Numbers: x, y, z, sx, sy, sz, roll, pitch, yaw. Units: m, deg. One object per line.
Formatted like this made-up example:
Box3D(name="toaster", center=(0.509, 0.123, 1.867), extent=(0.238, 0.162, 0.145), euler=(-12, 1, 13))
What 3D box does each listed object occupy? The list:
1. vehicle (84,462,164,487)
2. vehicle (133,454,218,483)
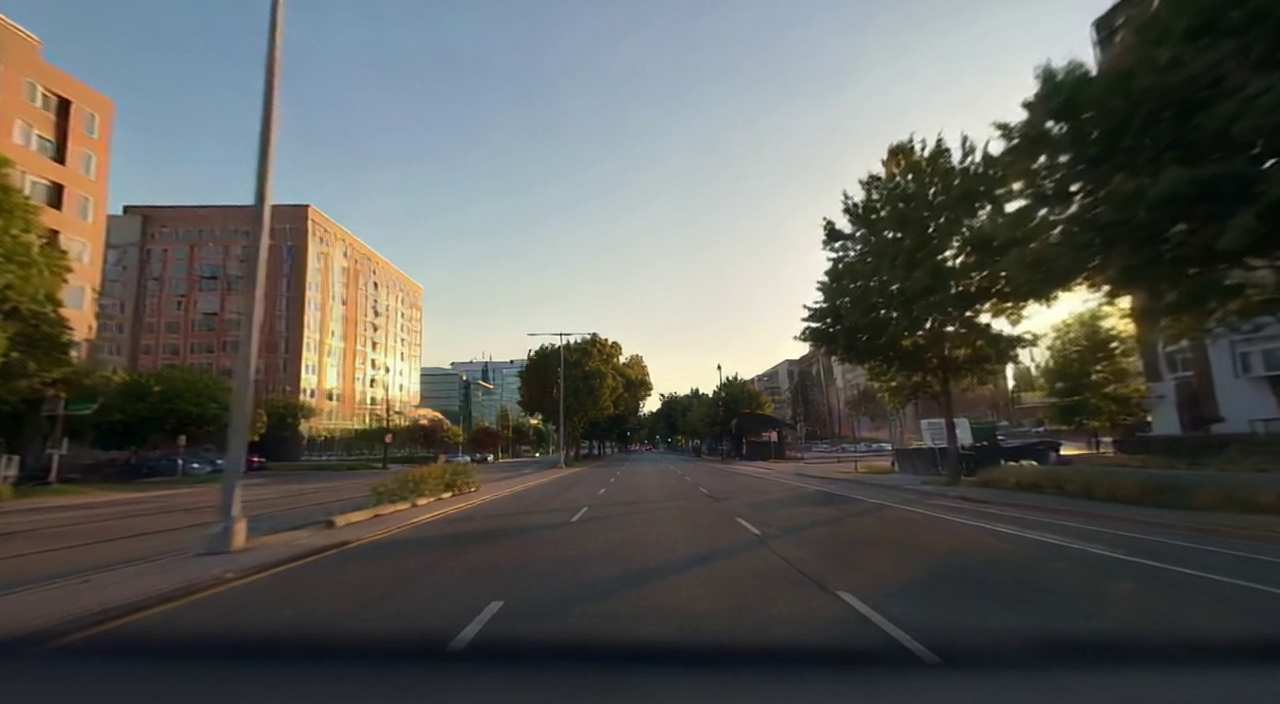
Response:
Box3D(name="vehicle", center=(-34.480, 8.155, 42.367), extent=(1.569, 1.422, 4.542), euler=(0, -8, 0))
Box3D(name="vehicle", center=(-31.657, 7.921, 43.270), extent=(2.034, 1.818, 4.855), euler=(0, -9, 2))
